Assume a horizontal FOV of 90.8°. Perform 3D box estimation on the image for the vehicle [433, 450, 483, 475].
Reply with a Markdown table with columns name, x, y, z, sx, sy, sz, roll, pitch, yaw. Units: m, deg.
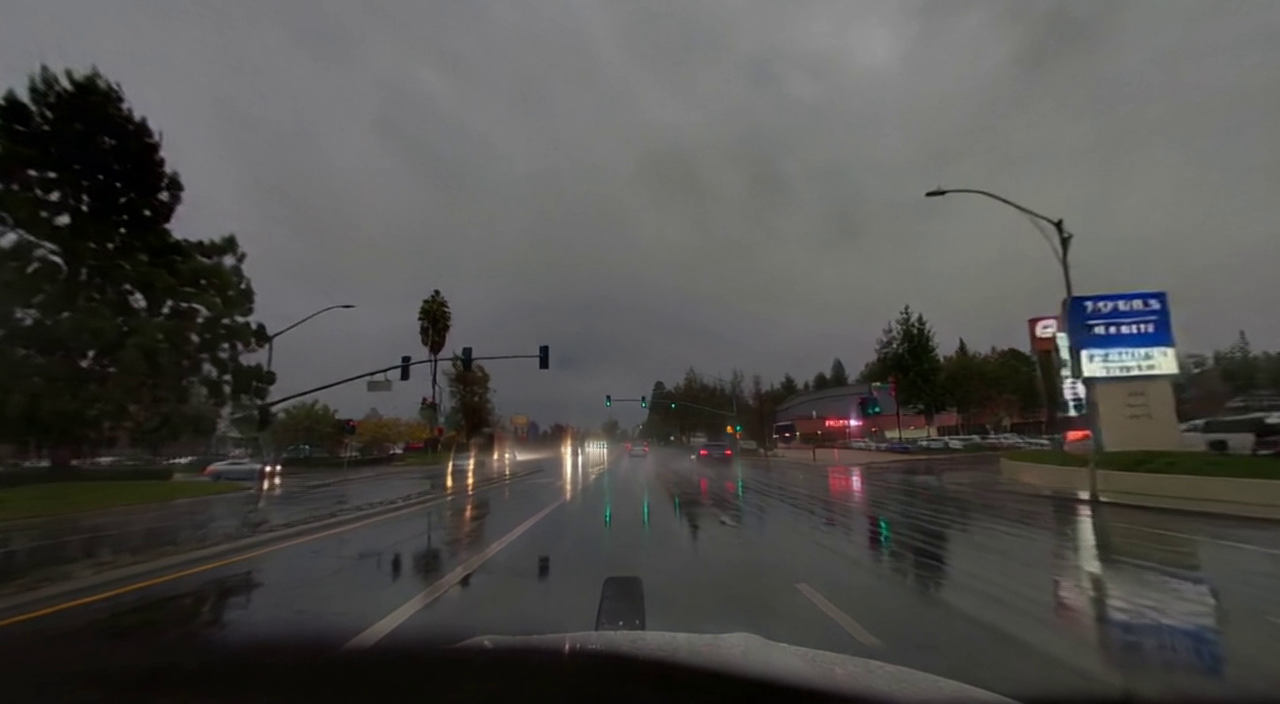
| name | x | y | z | sx | sy | sz | roll | pitch | yaw |
| --- | --- | --- | --- | --- | --- | --- | --- | --- | --- |
| vehicle | -11.799 | 7.167 | 41.344 | 1.891 | 1.481 | 4.533 | 0 | -8 | 0 |

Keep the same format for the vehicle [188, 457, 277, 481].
| name | x | y | z | sx | sy | sz | roll | pitch | yaw |
| --- | --- | --- | --- | --- | --- | --- | --- | --- | --- |
| vehicle | -30.680 | 8.836 | 47.686 | 5.007 | 1.652 | 2.378 | 0 | -8 | -1 |

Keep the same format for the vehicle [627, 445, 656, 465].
| name | x | y | z | sx | sy | sz | roll | pitch | yaw |
| --- | --- | --- | --- | --- | --- | --- | --- | --- | --- |
| vehicle | 0.094 | 7.888 | 48.556 | 2.135 | 1.468 | 4.076 | 0 | -8 | -1 |

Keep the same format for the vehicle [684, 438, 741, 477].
| name | x | y | z | sx | sy | sz | roll | pitch | yaw |
| --- | --- | --- | --- | --- | --- | --- | --- | --- | --- |
| vehicle | 3.311 | 4.924 | 29.724 | 2.022 | 1.643 | 4.326 | 0 | -8 | -2 |
